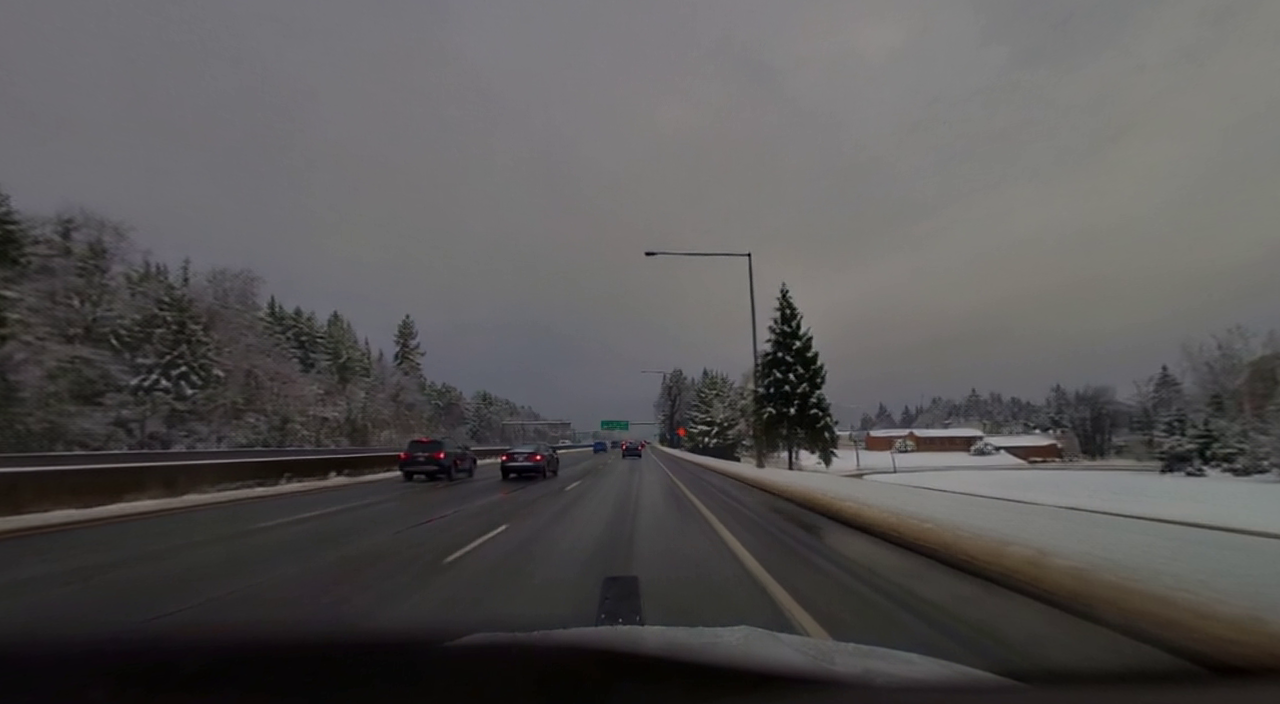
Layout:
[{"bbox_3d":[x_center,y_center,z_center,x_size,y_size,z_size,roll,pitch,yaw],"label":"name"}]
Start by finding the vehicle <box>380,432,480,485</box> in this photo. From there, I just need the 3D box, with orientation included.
[{"bbox_3d":[-7.819,3.992,24.047,2.091,1.795,4.617,-1,-9,2],"label":"vehicle"}]

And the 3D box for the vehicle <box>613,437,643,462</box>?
[{"bbox_3d":[-0.880,7.425,48.209,2.179,1.742,4.396,0,-8,0],"label":"vehicle"}]

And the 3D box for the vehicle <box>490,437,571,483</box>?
[{"bbox_3d":[-4.032,4.088,24.168,2.102,1.562,4.884,-1,-9,2],"label":"vehicle"}]
